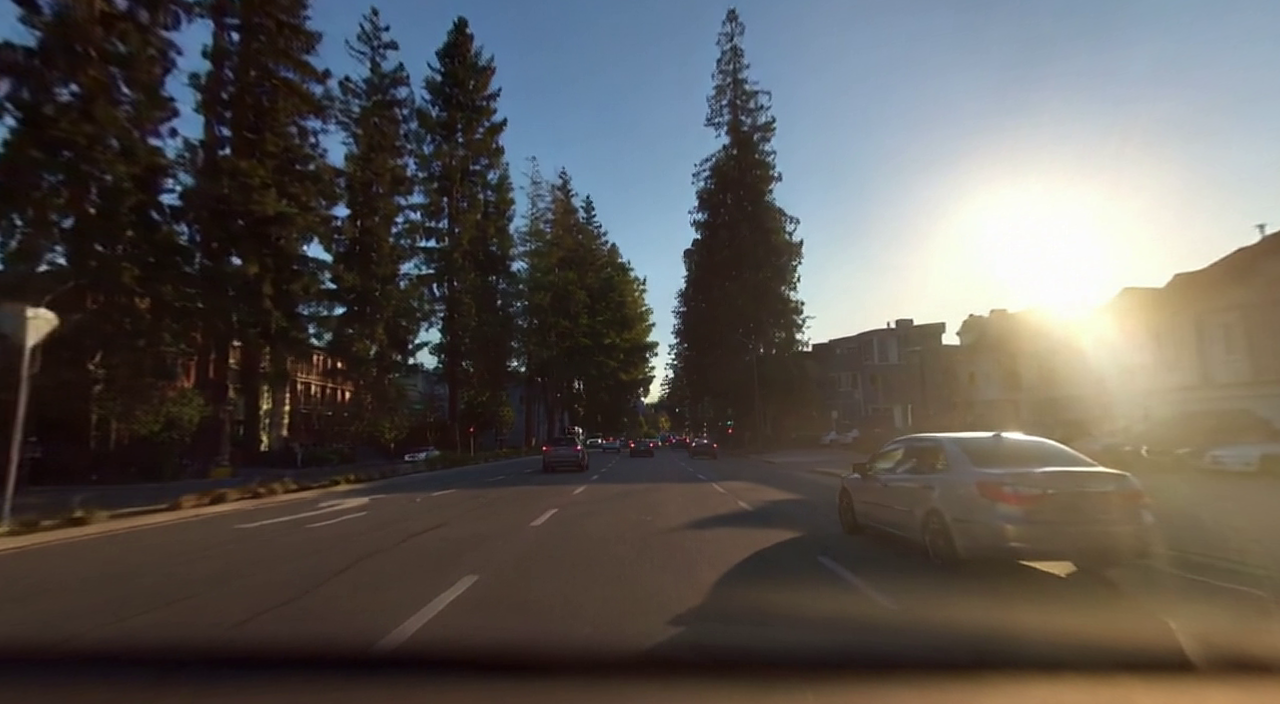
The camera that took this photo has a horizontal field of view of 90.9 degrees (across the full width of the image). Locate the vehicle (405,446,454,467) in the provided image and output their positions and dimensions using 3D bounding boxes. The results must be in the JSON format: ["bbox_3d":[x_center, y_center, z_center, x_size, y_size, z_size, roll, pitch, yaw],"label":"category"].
[{"bbox_3d":[-15.299,7.605,46.113,1.901,1.438,4.557,0,-9,1],"label":"vehicle"}]

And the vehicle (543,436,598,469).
[{"bbox_3d":[-3.326,4.911,31.053,2.049,1.485,4.656,0,-9,1],"label":"vehicle"}]

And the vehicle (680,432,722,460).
[{"bbox_3d":[3.787,5.961,39.795,2.137,1.646,4.488,0,-9,-1],"label":"vehicle"}]

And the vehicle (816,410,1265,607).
[{"bbox_3d":[3.725,1.547,7.187,2.128,1.502,4.572,0,-9,0],"label":"vehicle"}]
